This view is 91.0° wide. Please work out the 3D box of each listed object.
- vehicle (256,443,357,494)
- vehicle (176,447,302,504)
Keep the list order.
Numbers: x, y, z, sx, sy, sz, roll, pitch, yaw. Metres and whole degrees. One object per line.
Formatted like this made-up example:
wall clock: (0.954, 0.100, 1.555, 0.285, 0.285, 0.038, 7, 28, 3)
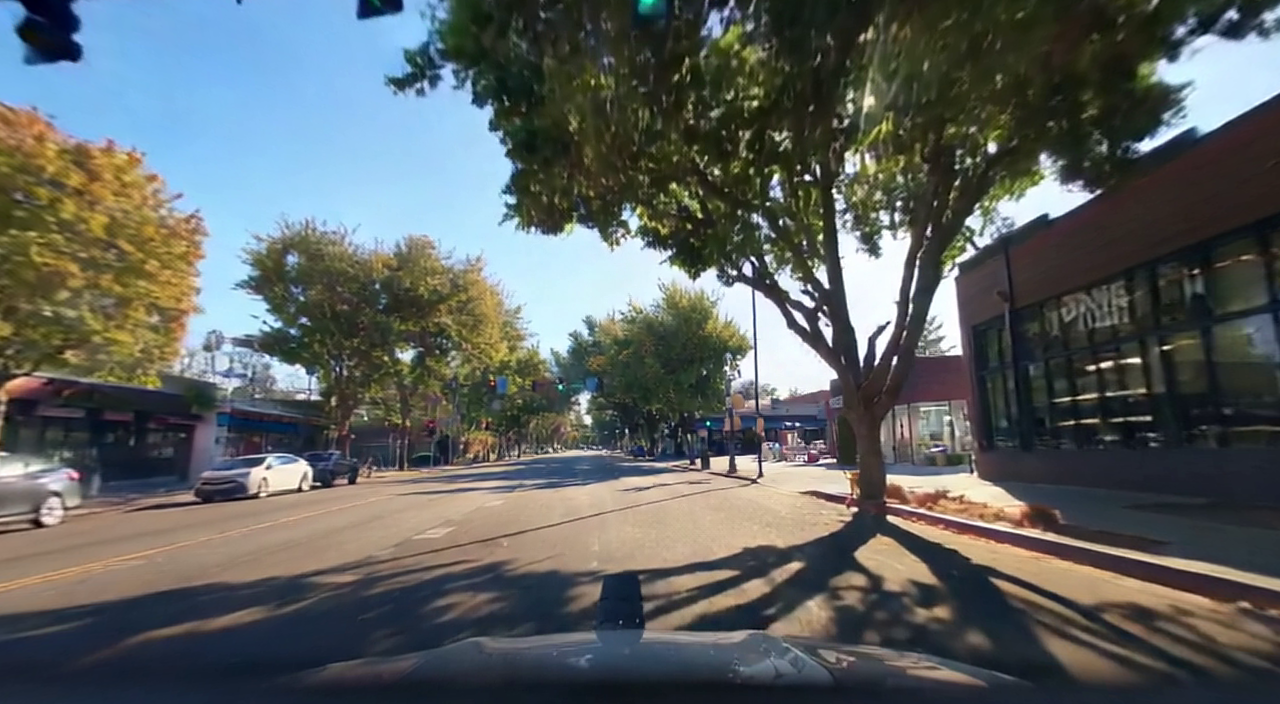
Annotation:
vehicle: (-13.511, 4.751, 25.850, 1.944, 1.742, 4.507, -4, -9, -4)
vehicle: (-13.315, 4.067, 21.212, 1.923, 1.706, 3.802, 0, -8, -5)
